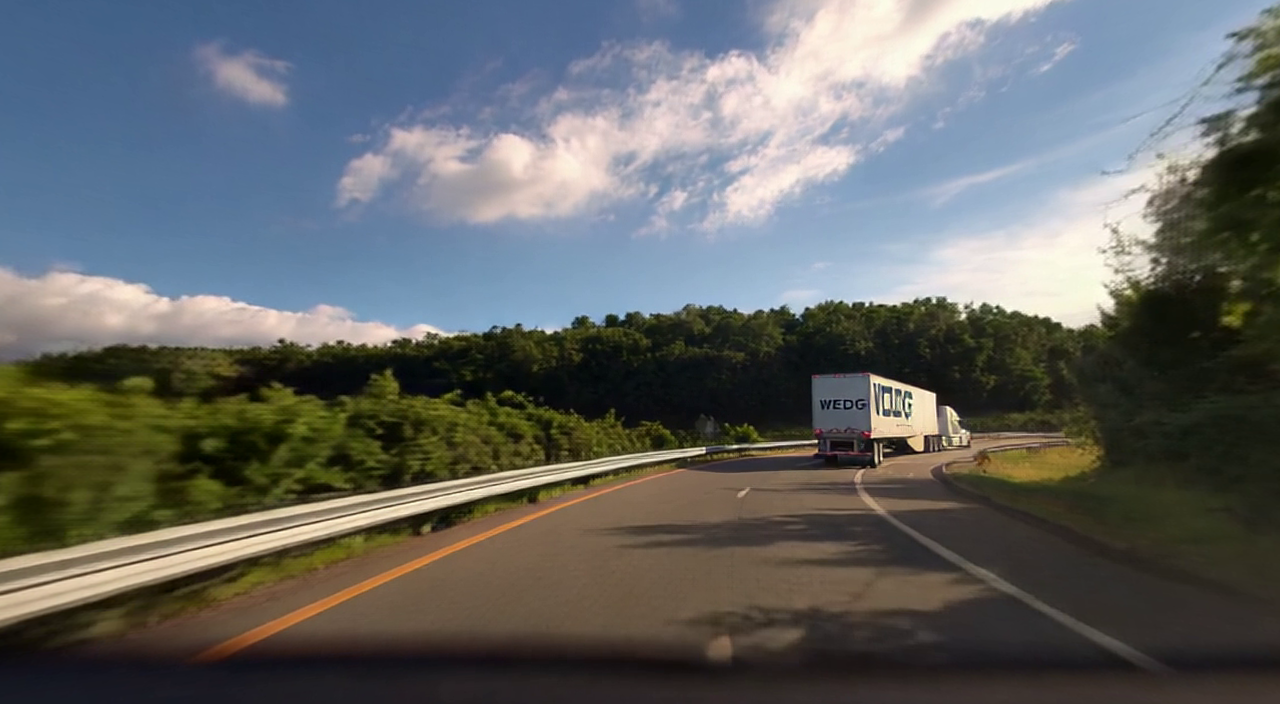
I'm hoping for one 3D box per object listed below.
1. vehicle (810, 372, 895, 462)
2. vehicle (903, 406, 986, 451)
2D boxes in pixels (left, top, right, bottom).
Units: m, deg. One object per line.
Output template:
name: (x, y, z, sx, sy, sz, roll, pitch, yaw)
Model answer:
vehicle: (9.635, 2.995, 28.398, 2.963, 3.771, 3.137, -4, -9, 29)
vehicle: (18.665, 4.710, 38.344, 6.650, 2.524, 2.120, 7, -11, -43)
